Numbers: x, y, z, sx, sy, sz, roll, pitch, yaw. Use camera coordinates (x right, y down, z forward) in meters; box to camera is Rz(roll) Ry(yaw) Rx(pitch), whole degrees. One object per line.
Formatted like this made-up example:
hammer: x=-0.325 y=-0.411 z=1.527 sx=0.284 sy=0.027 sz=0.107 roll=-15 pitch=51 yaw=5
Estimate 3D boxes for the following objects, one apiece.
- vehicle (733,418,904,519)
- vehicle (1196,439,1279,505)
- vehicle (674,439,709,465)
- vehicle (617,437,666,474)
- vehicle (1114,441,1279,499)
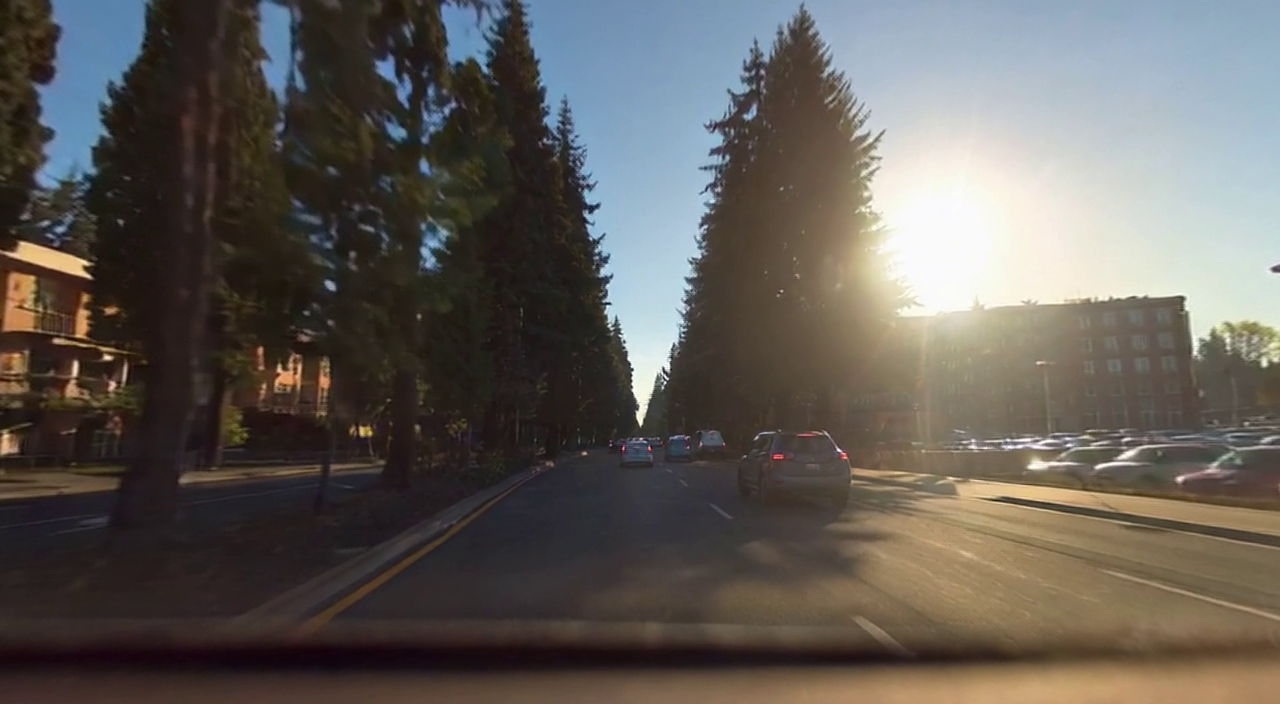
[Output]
vehicle: x=3.587 y=2.473 z=13.886 sx=2.235 sy=1.806 sz=4.818 roll=0 pitch=-9 yaw=-1
vehicle: x=17.271 y=3.203 z=17.072 sx=3.591 sy=1.628 sz=1.988 roll=4 pitch=-10 yaw=-27
vehicle: x=3.508 y=6.889 z=43.665 sx=1.976 sy=1.725 sz=4.159 roll=0 pitch=-9 yaw=-1
vehicle: x=0.020 y=4.878 z=29.936 sx=2.145 sy=1.572 sz=4.021 roll=0 pitch=-9 yaw=-1
vehicle: x=17.400 y=3.625 z=19.753 sx=4.287 sy=1.616 sz=2.089 roll=3 pitch=-10 yaw=-22
